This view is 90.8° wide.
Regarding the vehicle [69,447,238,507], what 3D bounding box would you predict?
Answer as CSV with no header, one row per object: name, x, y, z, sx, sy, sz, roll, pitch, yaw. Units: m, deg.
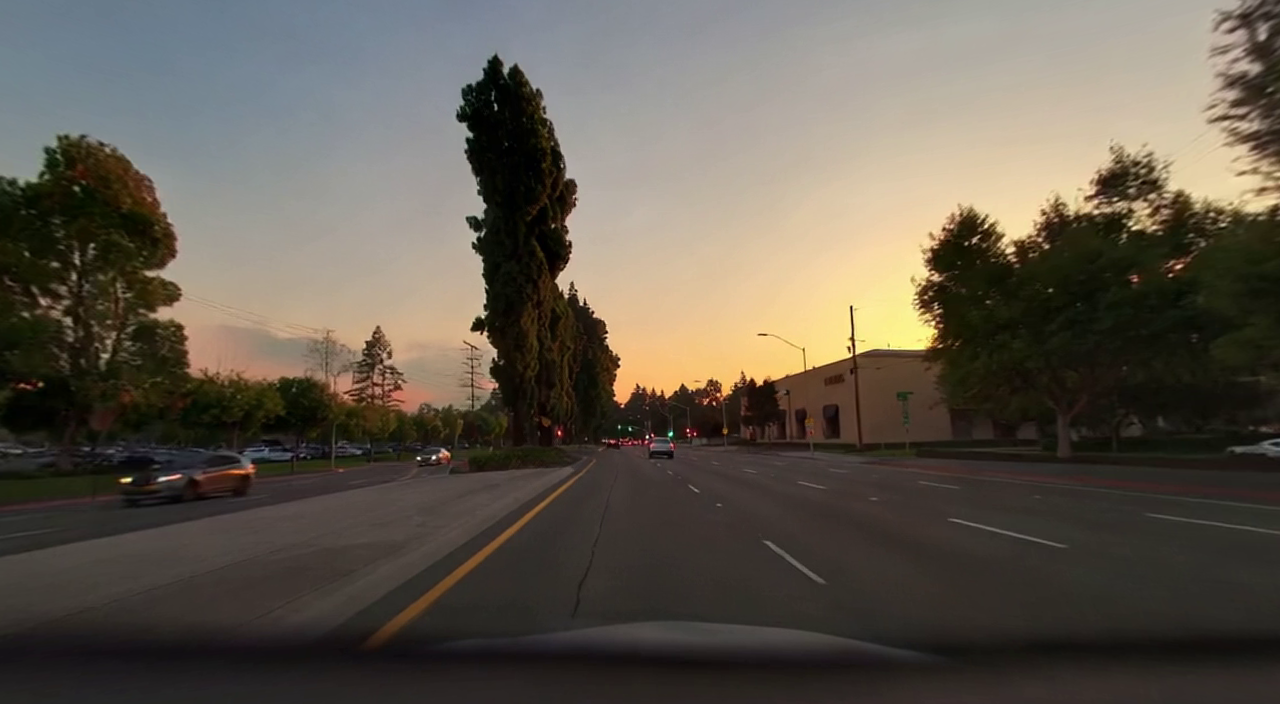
vehicle,-18.589,4.751,24.648,2.155,2.011,5.707,0,-8,-2
